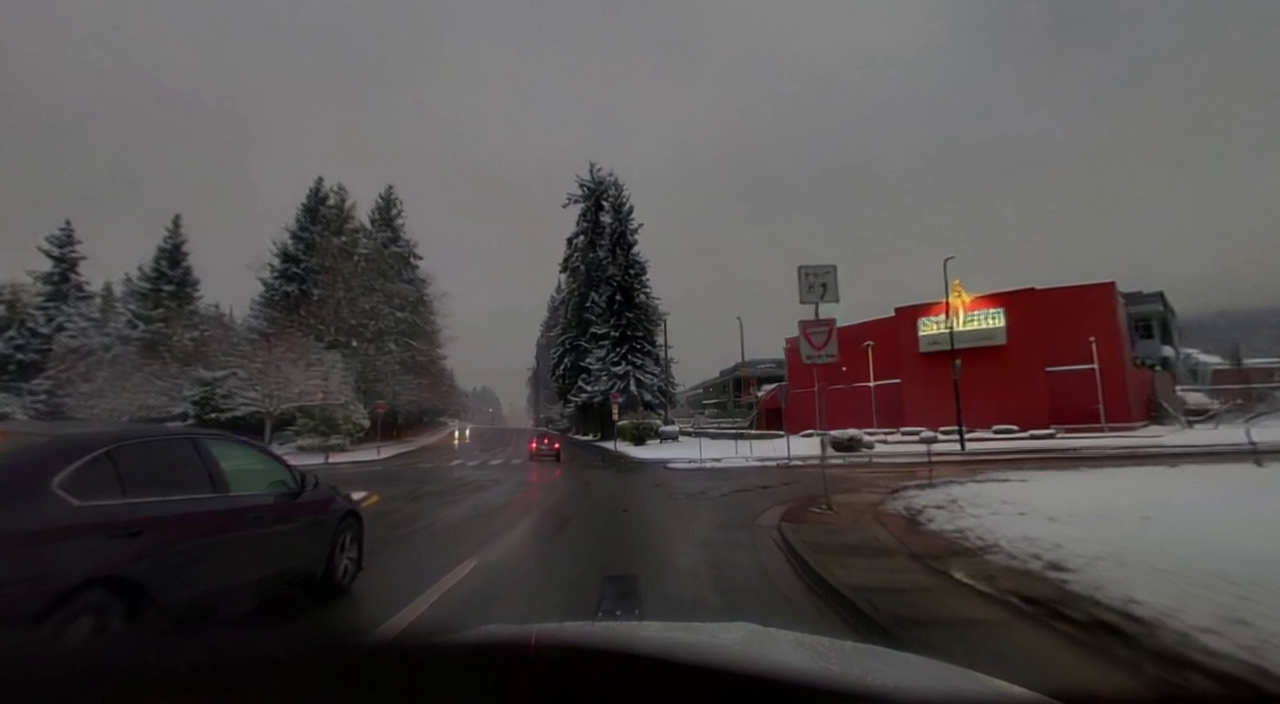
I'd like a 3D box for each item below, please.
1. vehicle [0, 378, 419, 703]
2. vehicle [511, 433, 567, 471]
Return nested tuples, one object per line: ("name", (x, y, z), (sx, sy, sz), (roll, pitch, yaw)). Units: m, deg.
("vehicle", (-3.025, 1.047, 3.685), (1.853, 1.478, 4.381), (0, -8, 0))
("vehicle", (-4.129, 4.144, 26.325), (1.962, 1.424, 4.289), (1, -8, -5))
